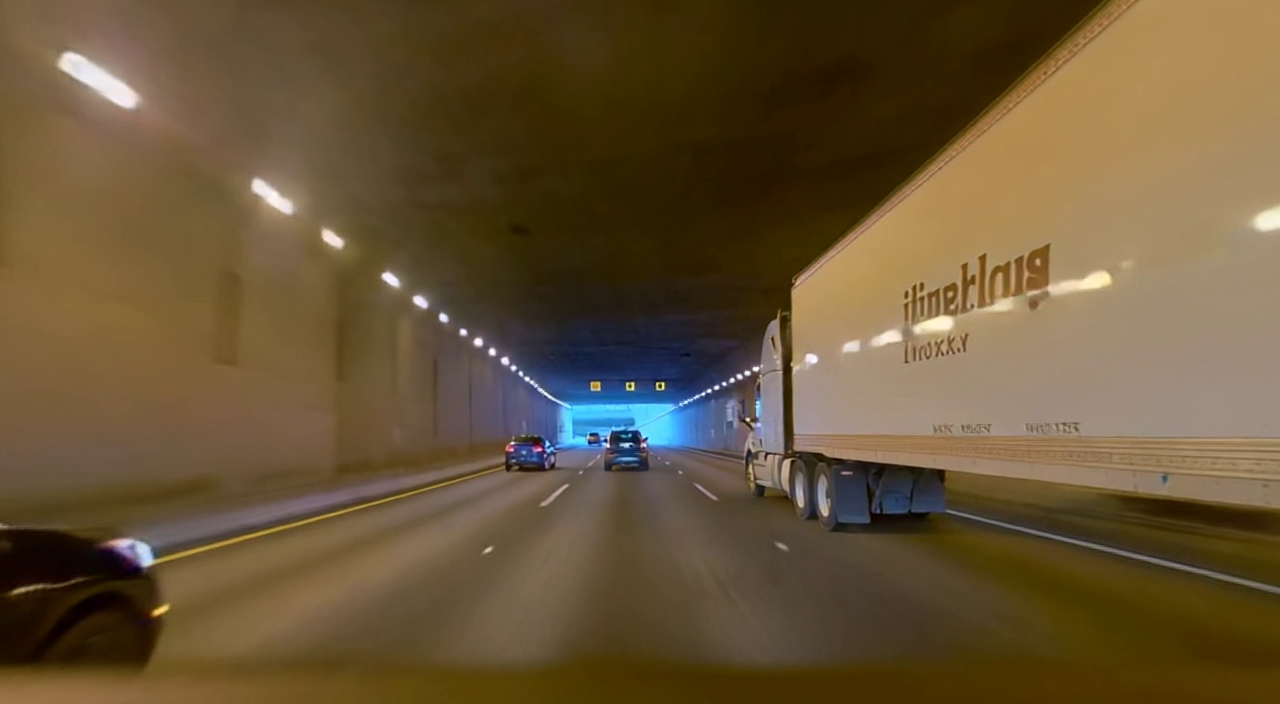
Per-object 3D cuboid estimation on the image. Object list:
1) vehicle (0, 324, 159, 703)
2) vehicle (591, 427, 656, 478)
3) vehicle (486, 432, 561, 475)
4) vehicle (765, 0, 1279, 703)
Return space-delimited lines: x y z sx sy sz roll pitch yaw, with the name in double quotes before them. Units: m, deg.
"vehicle" -3.305 0.648 1.618 1.826 1.695 2.870 0 -8 -1
"vehicle" -0.558 3.467 22.053 2.094 1.600 3.666 0 -8 -1
"vehicle" -4.287 3.805 23.970 2.019 1.435 4.317 0 -8 0
"vehicle" 3.922 -0.003 4.959 2.842 4.108 14.081 0 -8 -1
